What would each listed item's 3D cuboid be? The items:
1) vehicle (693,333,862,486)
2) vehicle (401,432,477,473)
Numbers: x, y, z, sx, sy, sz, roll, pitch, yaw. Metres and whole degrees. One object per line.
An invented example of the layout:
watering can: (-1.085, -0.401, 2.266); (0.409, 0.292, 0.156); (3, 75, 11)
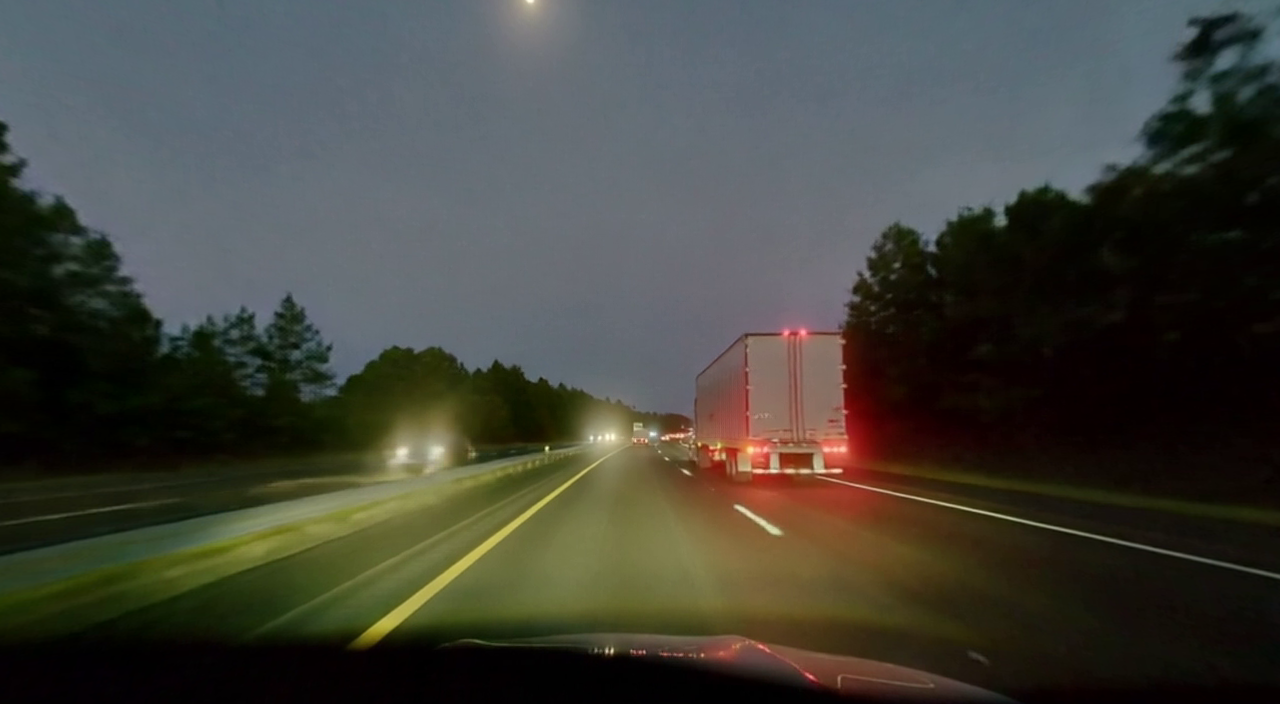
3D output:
vehicle: (4.172, 2.396, 23.528); (2.951, 4.007, 13.976); (0, -7, -1)
vehicle: (-8.943, 4.482, 28.455); (1.997, 1.668, 4.492); (0, -8, 0)
